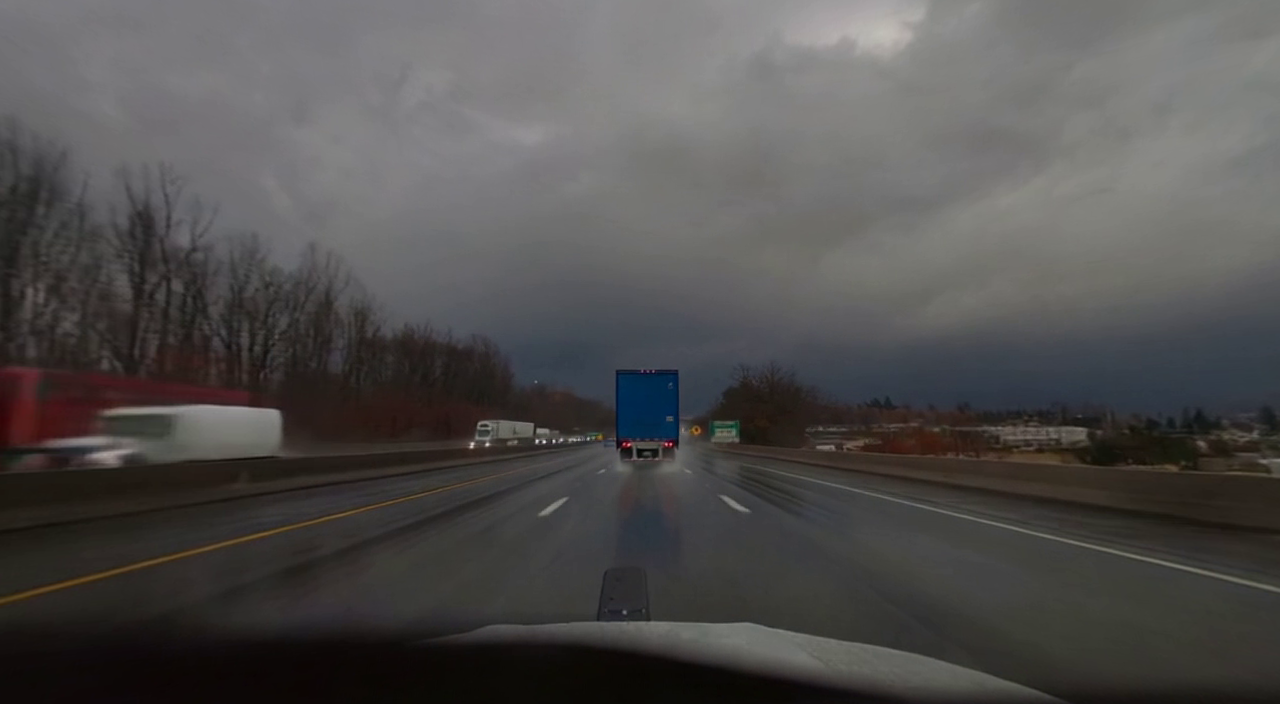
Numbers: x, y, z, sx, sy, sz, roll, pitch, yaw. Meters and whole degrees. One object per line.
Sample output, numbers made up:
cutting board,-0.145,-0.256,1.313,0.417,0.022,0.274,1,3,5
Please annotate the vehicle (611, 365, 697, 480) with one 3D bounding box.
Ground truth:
vehicle,0.563,3.233,27.426,3.010,4.039,10.481,0,-8,1

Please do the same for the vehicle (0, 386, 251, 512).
vehicle,-13.329,2.434,16.054,2.293,2.516,6.817,0,-8,0
